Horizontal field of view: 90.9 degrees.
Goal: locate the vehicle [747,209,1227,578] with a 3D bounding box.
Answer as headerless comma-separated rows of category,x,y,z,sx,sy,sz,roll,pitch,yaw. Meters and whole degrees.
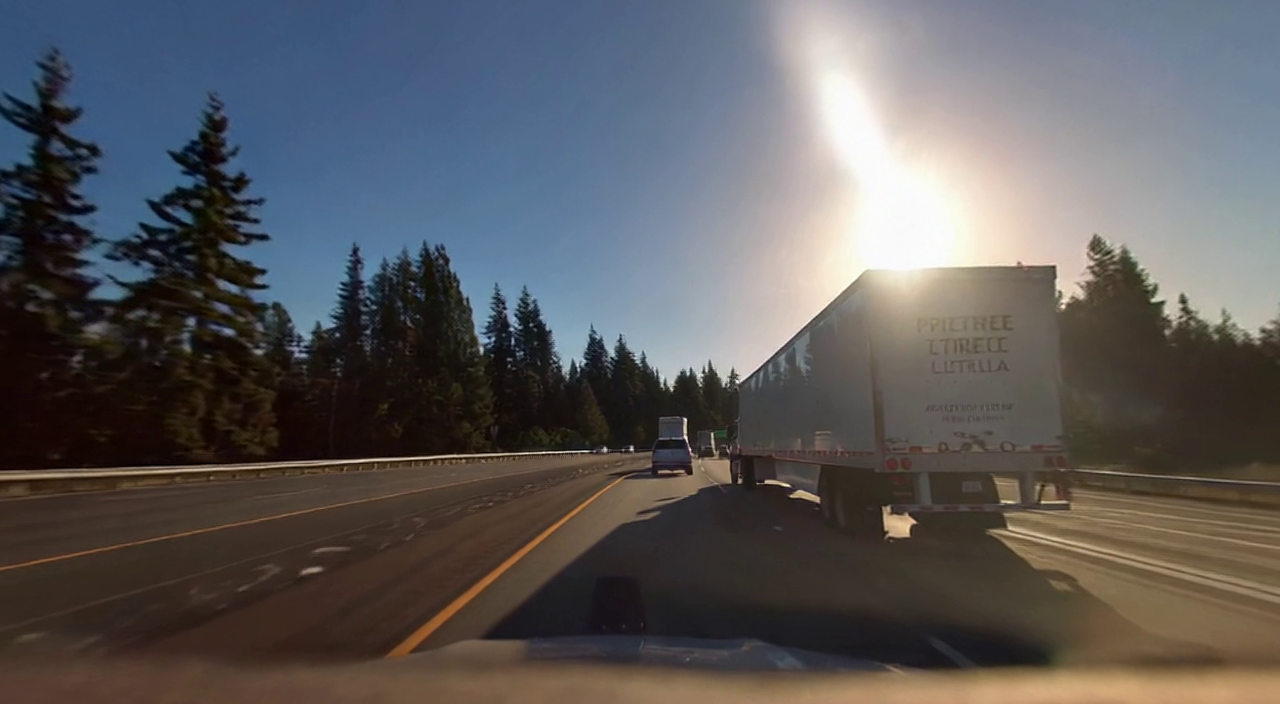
vehicle,5.206,1.575,15.365,2.899,4.160,16.621,0,-8,2

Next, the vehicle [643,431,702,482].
vehicle,1.323,4.254,25.998,2.222,1.848,4.610,0,-8,3
